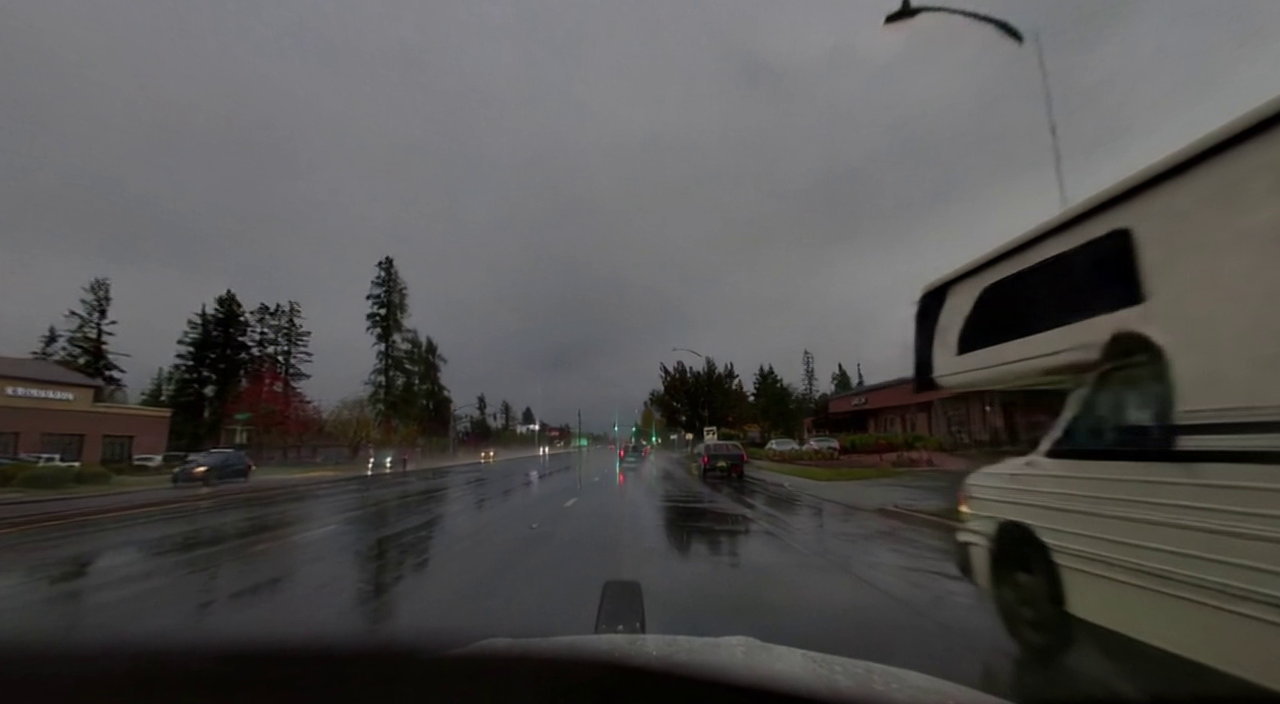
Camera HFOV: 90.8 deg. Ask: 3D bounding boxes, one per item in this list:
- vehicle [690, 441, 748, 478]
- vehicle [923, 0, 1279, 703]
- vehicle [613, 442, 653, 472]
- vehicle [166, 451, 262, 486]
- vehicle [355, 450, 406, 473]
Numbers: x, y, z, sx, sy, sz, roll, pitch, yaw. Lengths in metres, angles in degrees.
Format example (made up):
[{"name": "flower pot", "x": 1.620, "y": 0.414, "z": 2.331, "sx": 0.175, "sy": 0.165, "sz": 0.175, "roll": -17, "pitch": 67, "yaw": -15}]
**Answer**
[{"name": "vehicle", "x": 3.672, "y": 5.102, "z": 30.251, "sx": 2.060, "sy": 1.611, "sz": 4.675, "roll": 0, "pitch": -9, "yaw": -2}, {"name": "vehicle", "x": 3.971, "y": -0.102, "z": 1.380, "sx": 2.924, "sy": 3.250, "sz": 7.780, "roll": -1, "pitch": -9, "yaw": -1}, {"name": "vehicle", "x": -0.419, "y": 5.841, "z": 35.249, "sx": 2.103, "sy": 1.506, "sz": 4.742, "roll": 0, "pitch": -9, "yaw": -1}, {"name": "vehicle", "x": -21.980, "y": 5.981, "z": 32.819, "sx": 1.959, "sy": 1.683, "sz": 4.406, "roll": 0, "pitch": -9, "yaw": -1}, {"name": "vehicle", "x": -18.437, "y": 7.778, "z": 45.113, "sx": 1.827, "sy": 1.471, "sz": 4.428, "roll": 0, "pitch": -9, "yaw": -1}]
